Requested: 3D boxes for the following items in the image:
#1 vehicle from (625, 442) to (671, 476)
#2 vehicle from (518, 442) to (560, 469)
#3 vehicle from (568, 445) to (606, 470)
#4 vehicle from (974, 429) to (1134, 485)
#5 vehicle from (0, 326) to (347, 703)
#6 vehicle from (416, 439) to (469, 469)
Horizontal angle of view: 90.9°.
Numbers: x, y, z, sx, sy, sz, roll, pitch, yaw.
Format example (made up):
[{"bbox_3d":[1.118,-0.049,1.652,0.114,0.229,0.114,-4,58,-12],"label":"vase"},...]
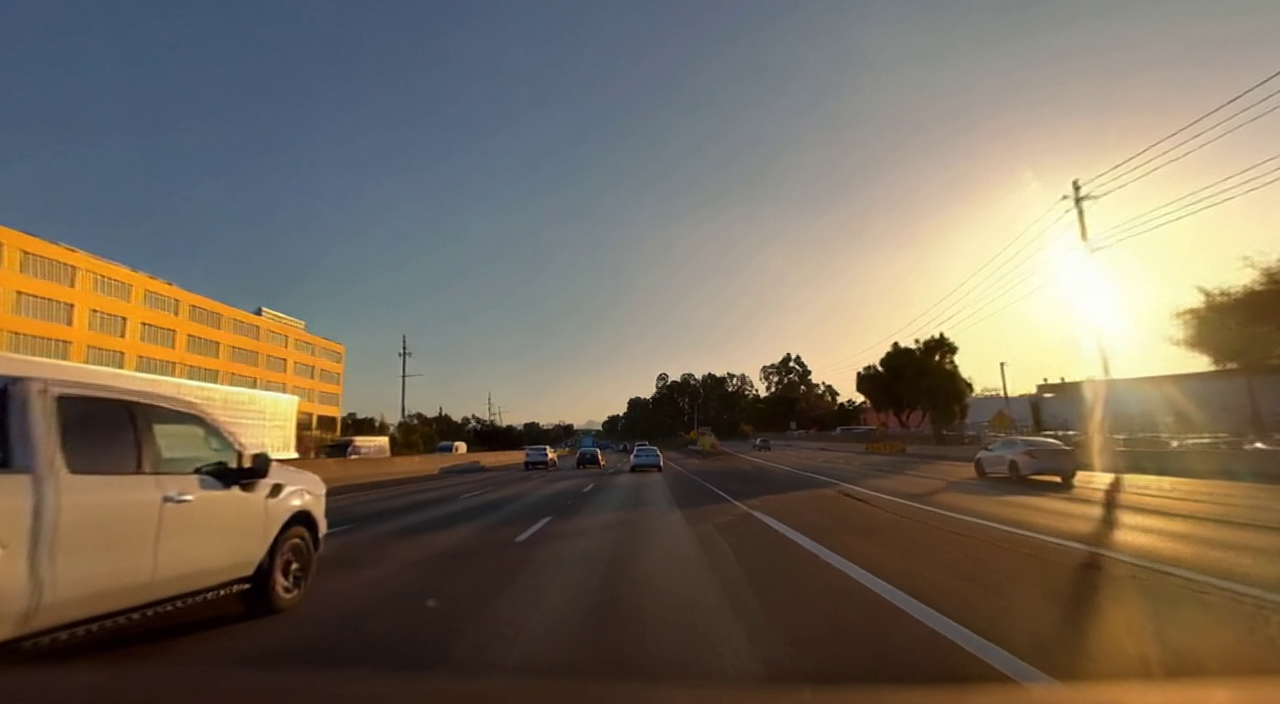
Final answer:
[{"bbox_3d":[0.362,5.237,31.065,2.107,1.538,3.999,0,-8,0],"label":"vehicle"},{"bbox_3d":[-7.131,7.307,44.842,2.106,1.827,4.814,-1,-8,1],"label":"vehicle"},{"bbox_3d":[-3.451,6.893,41.647,2.059,1.508,4.662,-1,-8,0],"label":"vehicle"},{"bbox_3d":[12.320,3.154,19.222,1.966,1.484,4.610,-1,-8,3],"label":"vehicle"},{"bbox_3d":[-3.885,0.919,3.262,2.250,1.872,5.038,-1,-8,1],"label":"vehicle"},{"bbox_3d":[-13.255,6.878,42.722,2.013,1.851,4.772,-1,-8,1],"label":"vehicle"}]
